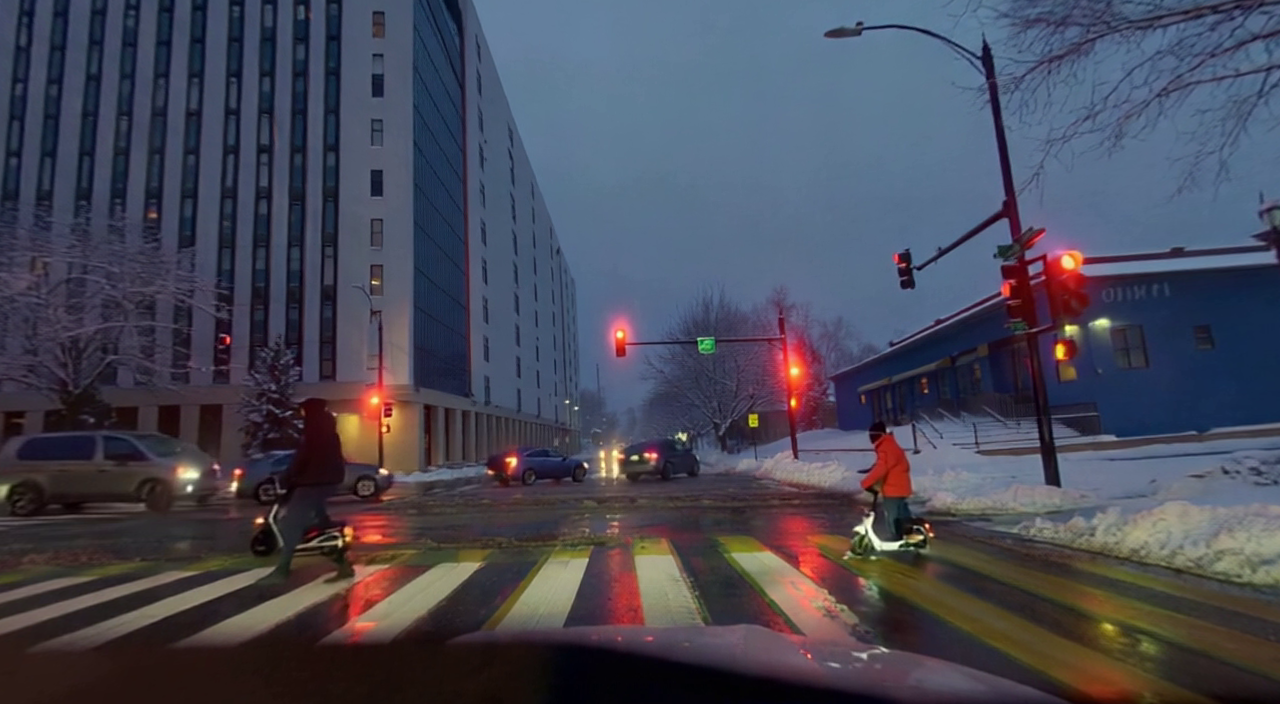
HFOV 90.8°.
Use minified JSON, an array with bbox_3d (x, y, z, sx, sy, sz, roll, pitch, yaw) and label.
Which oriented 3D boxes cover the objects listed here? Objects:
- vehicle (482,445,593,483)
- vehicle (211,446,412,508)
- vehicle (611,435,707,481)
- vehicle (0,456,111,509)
[{"bbox_3d":[-4.296,4.745,27.166,2.075,1.463,4.485,-7,-11,38],"label":"vehicle"},{"bbox_3d":[-8.787,3.351,17.416,4.576,1.496,2.042,2,-9,-18],"label":"vehicle"},{"bbox_3d":[0.909,4.372,26.360,2.122,1.724,4.802,-5,-10,27],"label":"vehicle"},{"bbox_3d":[-19.397,3.915,19.170,4.730,1.453,2.068,0,-8,-3],"label":"vehicle"}]
